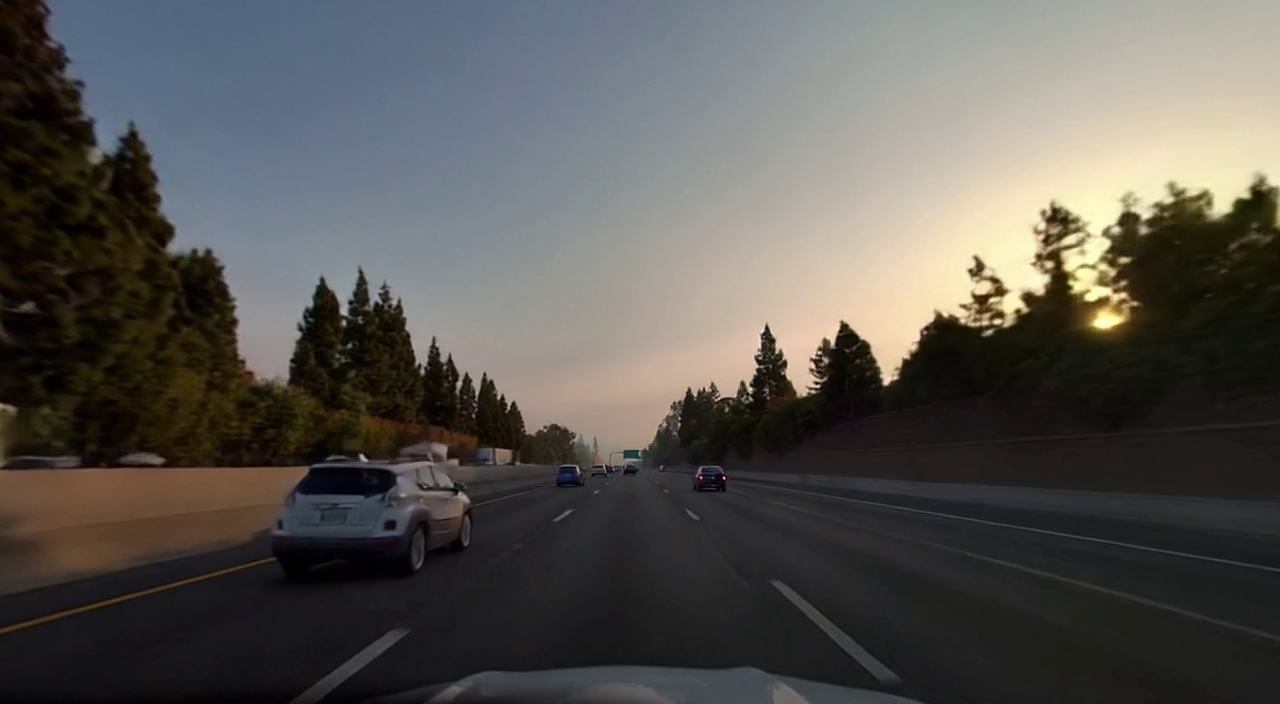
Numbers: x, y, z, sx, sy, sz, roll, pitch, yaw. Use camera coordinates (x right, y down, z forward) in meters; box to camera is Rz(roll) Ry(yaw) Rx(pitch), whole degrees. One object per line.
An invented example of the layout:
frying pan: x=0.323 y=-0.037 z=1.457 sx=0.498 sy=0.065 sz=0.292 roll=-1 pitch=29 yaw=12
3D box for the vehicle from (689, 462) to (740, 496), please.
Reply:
vehicle: x=3.620 y=6.309 z=31.471 sx=1.981 sy=1.516 sz=4.109 roll=1 pitch=-11 yaw=-1

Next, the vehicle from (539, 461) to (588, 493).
vehicle: x=-3.781 y=6.309 z=31.866 sx=2.000 sy=1.484 sz=3.995 roll=1 pitch=-11 yaw=-1

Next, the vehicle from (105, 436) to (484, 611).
vehicle: x=-3.576 y=1.922 z=7.885 sx=2.004 sy=1.468 sz=4.812 roll=1 pitch=-11 yaw=0
